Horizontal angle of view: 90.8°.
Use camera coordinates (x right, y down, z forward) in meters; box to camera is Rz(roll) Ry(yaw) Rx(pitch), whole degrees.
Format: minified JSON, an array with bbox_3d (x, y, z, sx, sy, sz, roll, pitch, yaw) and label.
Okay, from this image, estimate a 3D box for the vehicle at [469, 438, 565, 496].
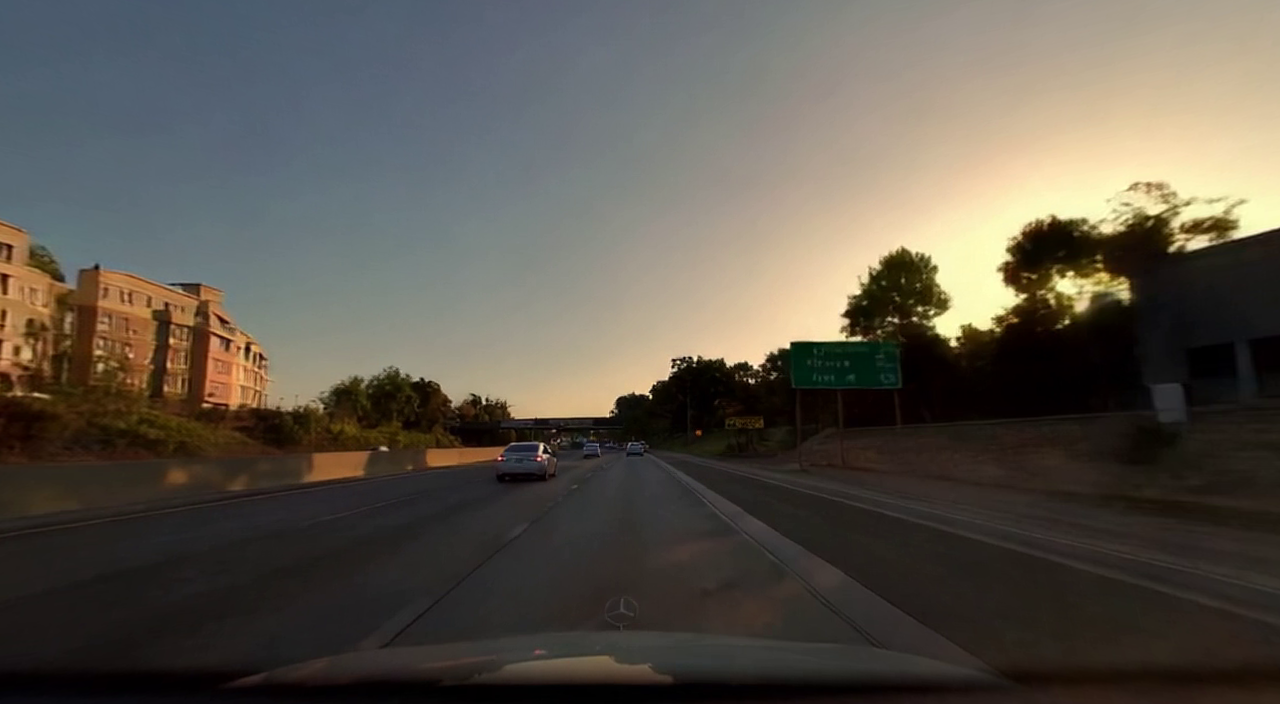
[{"bbox_3d":[-3.364,3.223,18.126,1.920,1.463,4.134,0,-8,0],"label":"vehicle"}]
